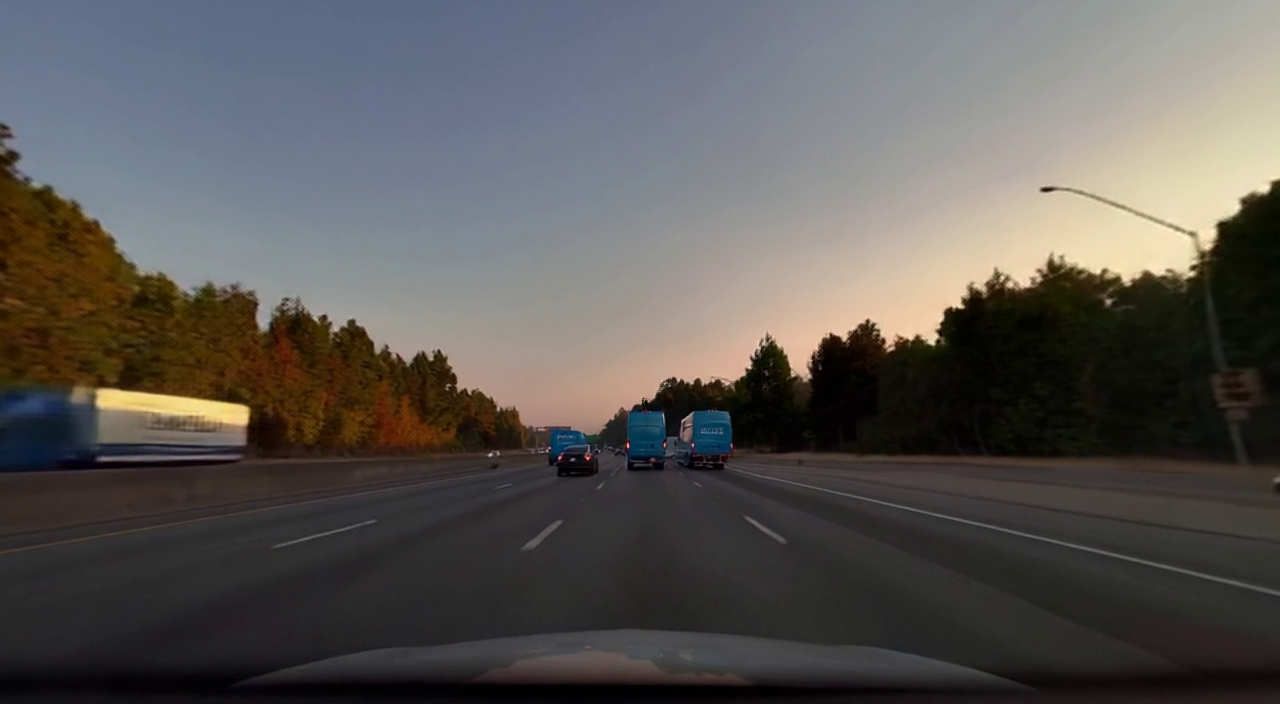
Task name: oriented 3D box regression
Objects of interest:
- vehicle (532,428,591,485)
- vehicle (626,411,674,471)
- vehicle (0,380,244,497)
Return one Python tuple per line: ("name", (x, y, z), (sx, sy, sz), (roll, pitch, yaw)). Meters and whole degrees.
("vehicle", (-3.257, 4.422, 26.893), (2.033, 2.234, 3.490), (0, -9, 0))
("vehicle", (0.627, 6.813, 47.832), (3.201, 4.019, 10.918), (0, -9, -1))
("vehicle", (-20.413, 3.478, 24.875), (3.281, 3.717, 9.377), (0, -9, 1))
